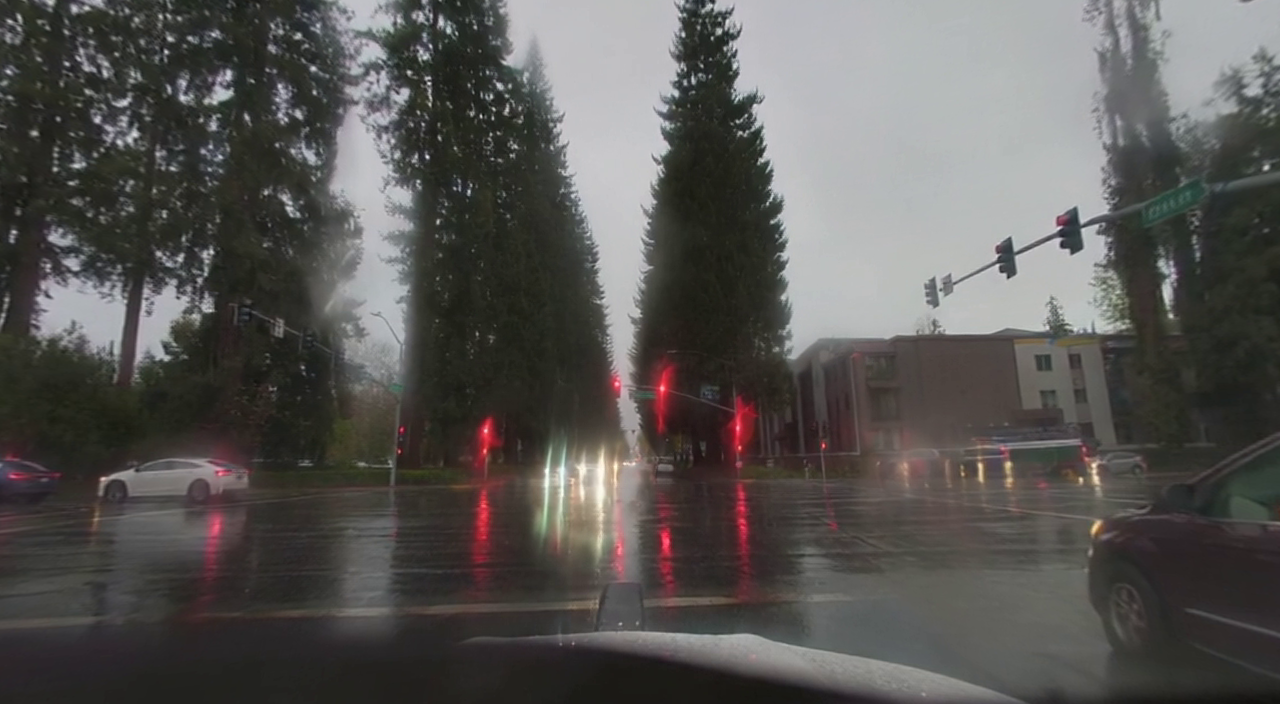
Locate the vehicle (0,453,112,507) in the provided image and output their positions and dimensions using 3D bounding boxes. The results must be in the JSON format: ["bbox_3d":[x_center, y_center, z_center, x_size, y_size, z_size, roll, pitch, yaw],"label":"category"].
[{"bbox_3d":[-22.065,4.468,22.293,4.748,1.727,2.325,0,-9,1],"label":"vehicle"}]

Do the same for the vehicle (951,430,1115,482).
[{"bbox_3d":[18.985,5.051,30.841,6.109,2.348,2.683,0,-9,0],"label":"vehicle"}]

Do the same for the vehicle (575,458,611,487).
[{"bbox_3d":[-3.181,7.970,42.091,2.162,1.740,4.728,1,-9,-7],"label":"vehicle"}]

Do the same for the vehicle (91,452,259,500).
[{"bbox_3d":[-18.735,5.030,25.703,4.798,1.763,2.536,-1,-10,0],"label":"vehicle"}]

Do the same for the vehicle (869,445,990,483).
[{"bbox_3d":[15.552,6.023,34.201,5.220,1.897,2.596,0,-9,0],"label":"vehicle"}]

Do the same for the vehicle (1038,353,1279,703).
[{"bbox_3d":[3.745,0.819,2.311,2.227,1.705,4.719,-2,-9,11],"label":"vehicle"}]
